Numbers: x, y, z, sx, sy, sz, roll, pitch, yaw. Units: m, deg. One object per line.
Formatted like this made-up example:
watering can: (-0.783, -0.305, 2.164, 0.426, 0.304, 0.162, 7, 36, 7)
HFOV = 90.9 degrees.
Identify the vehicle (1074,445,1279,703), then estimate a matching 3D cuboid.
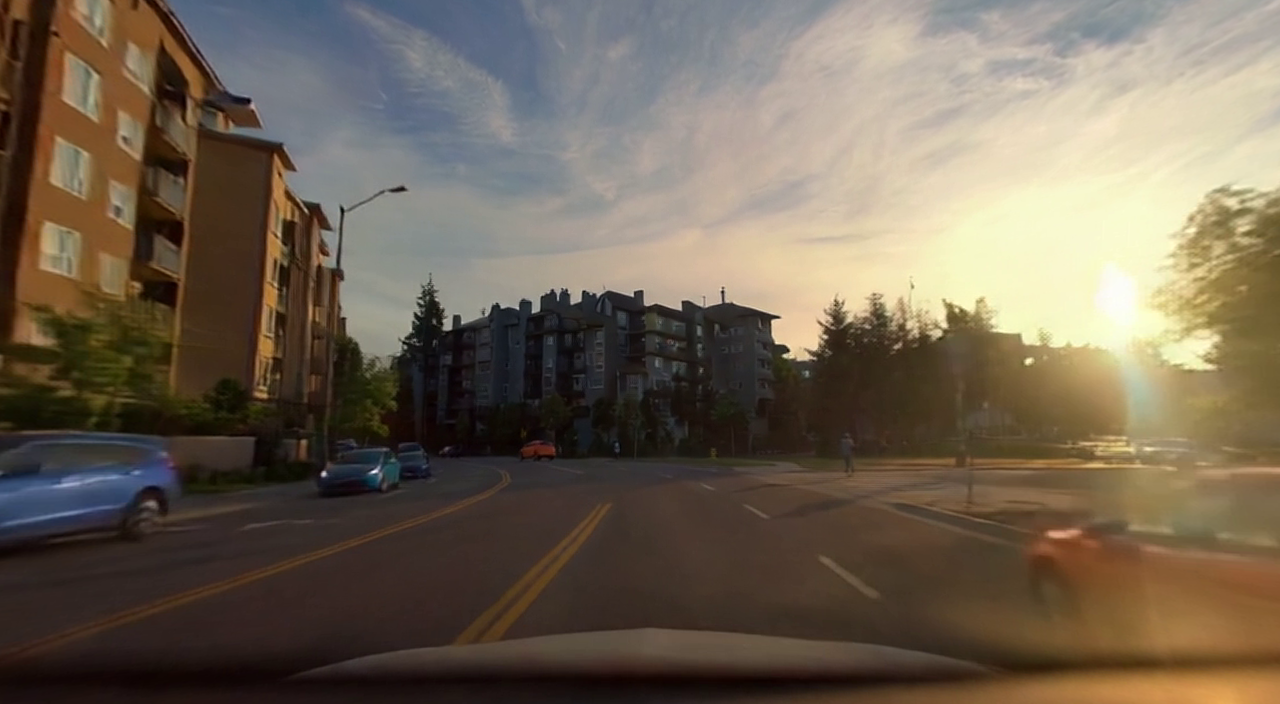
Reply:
vehicle: (3.101, 1.042, 2.173, 1.559, 1.351, 2.452, 2, -10, 5)

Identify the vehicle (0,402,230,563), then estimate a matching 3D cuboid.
vehicle: (-8.510, 1.811, 8.694, 2.347, 1.846, 4.915, -5, -9, 2)

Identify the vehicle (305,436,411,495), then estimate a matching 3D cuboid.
vehicle: (-8.966, 3.606, 20.484, 1.994, 1.697, 4.436, 2, -8, -9)

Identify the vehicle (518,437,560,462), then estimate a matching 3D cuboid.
vehicle: (-7.762, 7.412, 48.230, 2.000, 1.809, 4.405, 4, -9, -24)
